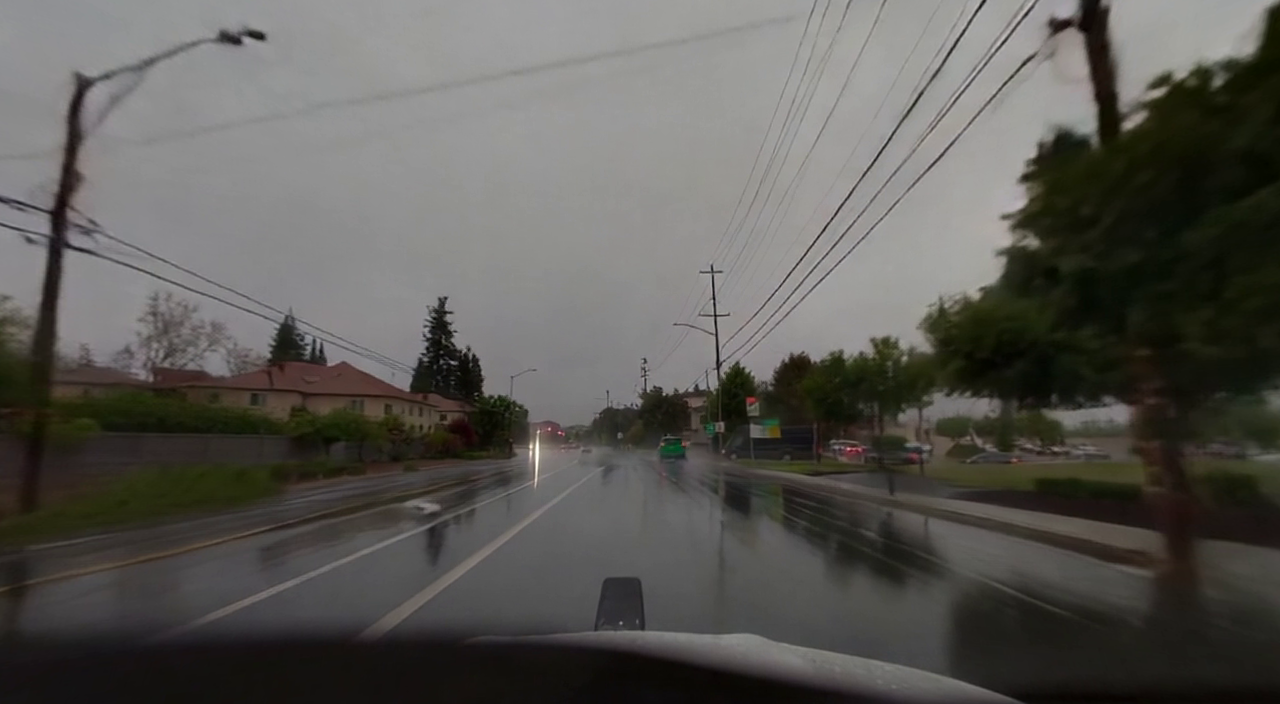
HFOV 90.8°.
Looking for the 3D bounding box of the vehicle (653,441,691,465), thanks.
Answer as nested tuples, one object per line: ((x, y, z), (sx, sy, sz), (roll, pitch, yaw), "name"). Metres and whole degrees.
((2.022, 6.567, 41.133), (2.015, 1.467, 4.117), (1, -8, -4), "vehicle")

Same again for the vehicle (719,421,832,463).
((10.374, 7.014, 48.764), (7.877, 3.013, 2.916), (-5, -11, 30), "vehicle")

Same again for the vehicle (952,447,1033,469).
((24.312, 7.339, 43.689), (4.462, 1.449, 1.877), (0, -8, -2), "vehicle")
